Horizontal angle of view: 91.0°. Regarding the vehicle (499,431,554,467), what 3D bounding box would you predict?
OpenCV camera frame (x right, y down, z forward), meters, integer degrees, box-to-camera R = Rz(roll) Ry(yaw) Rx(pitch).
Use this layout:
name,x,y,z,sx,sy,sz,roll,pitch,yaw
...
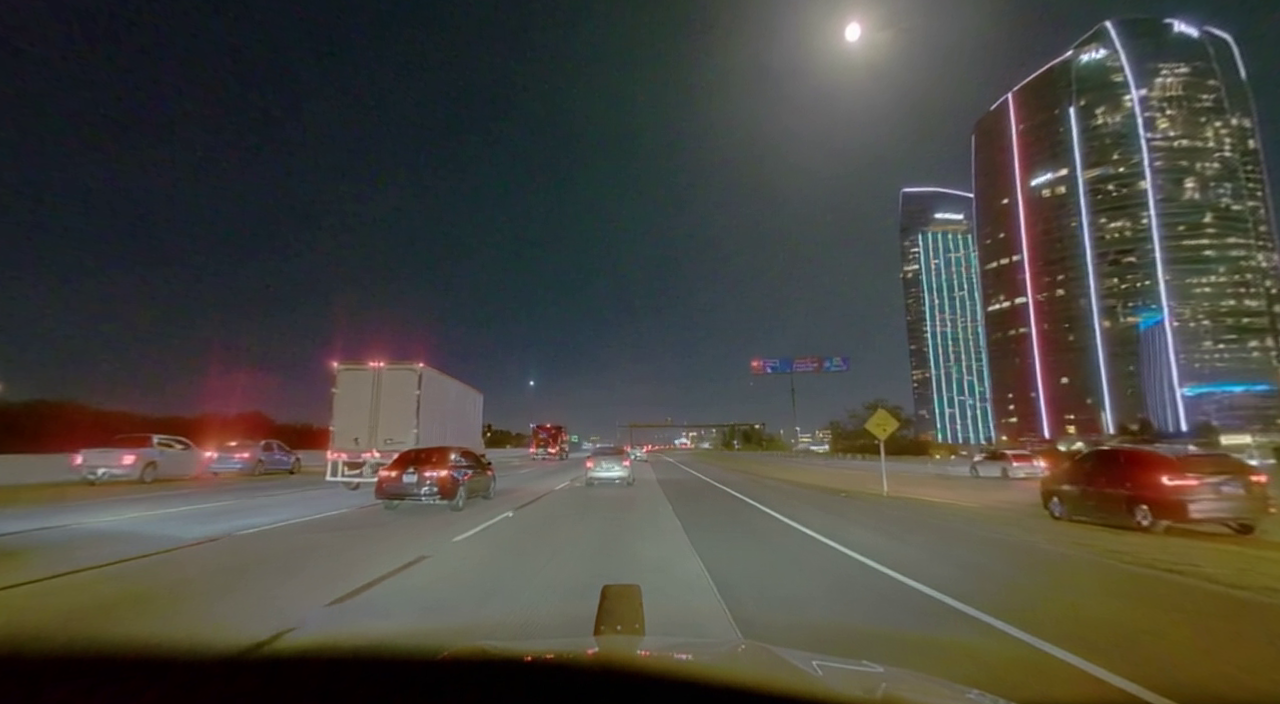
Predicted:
name,x,y,z,sx,sy,sz,roll,pitch,yaw
vehicle,-6.961,6.041,39.253,2.339,2.059,5.359,0,-9,1

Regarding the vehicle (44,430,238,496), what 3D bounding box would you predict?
name,x,y,z,sx,sy,sz,roll,pitch,yaw
vehicle,-14.653,3.280,18.957,1.990,1.722,4.641,0,-9,0

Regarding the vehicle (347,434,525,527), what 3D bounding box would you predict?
name,x,y,z,sx,sy,sz,roll,pitch,yaw
vehicle,-3.766,2.447,12.572,2.016,1.497,4.235,0,-9,1

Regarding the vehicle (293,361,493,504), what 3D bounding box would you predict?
name,x,y,z,sx,sy,sz,roll,pitch,yaw
vehicle,-6.768,2.510,19.054,2.955,3.359,8.322,1,-9,-3

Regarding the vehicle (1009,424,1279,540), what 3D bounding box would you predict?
name,x,y,z,sx,sy,sz,roll,pitch,yaw
vehicle,11.460,2.686,13.854,2.415,1.972,5.572,2,-9,-14

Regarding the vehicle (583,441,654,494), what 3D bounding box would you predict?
name,x,y,z,sx,sy,sz,roll,pitch,yaw
vehicle,-0.607,3.545,19.692,1.991,1.488,3.922,0,-9,0

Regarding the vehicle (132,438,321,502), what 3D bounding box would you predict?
name,x,y,z,sx,sy,sz,roll,pitch,yaw
vehicle,-11.114,3.176,17.470,1.987,1.495,4.710,0,-9,1
